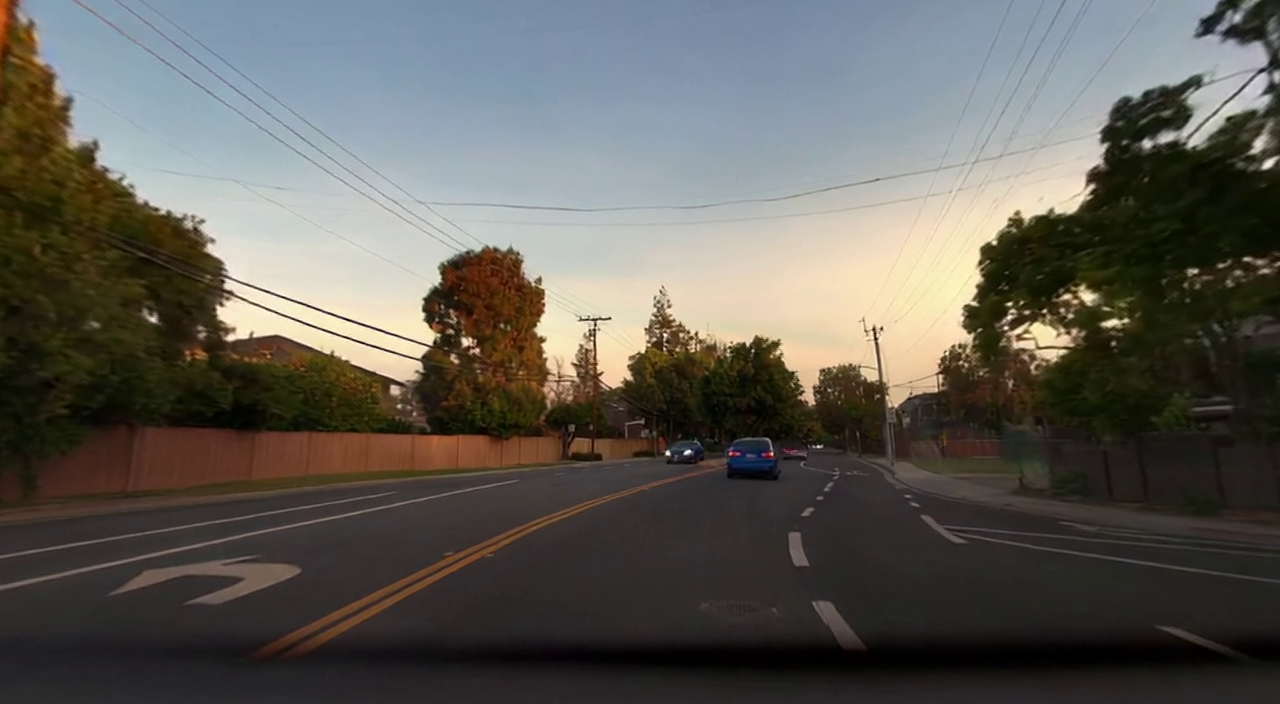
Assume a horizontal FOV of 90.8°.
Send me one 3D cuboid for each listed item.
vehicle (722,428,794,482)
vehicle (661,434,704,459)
[{"bbox_3d":[4.218,3.553,22.099,2.139,1.699,3.916,-2,-8,15],"label":"vehicle"},{"bbox_3d":[3.044,6.683,44.671,2.226,1.664,4.342,-2,-8,14],"label":"vehicle"}]
